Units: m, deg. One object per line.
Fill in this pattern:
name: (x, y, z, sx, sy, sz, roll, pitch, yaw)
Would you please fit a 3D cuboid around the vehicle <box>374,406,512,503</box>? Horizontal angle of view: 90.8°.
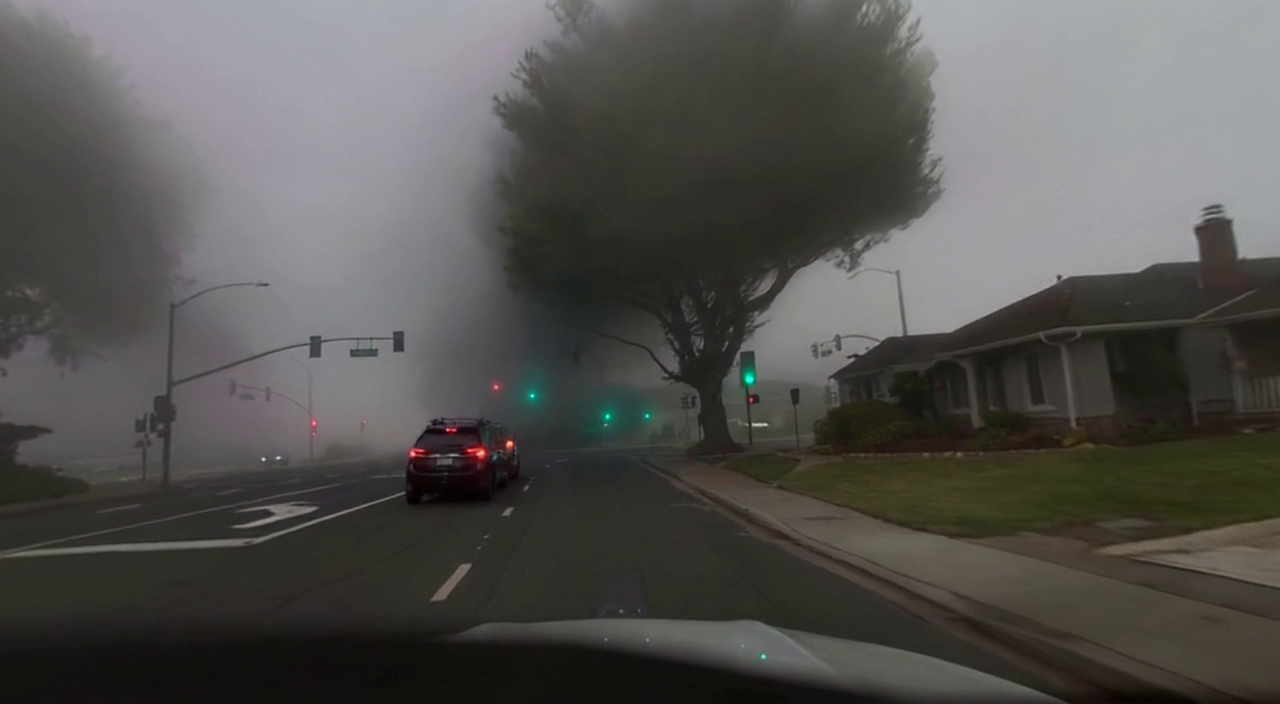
vehicle: (-4.241, 2.299, 14.475, 2.041, 1.834, 4.679, 1, -8, -6)
